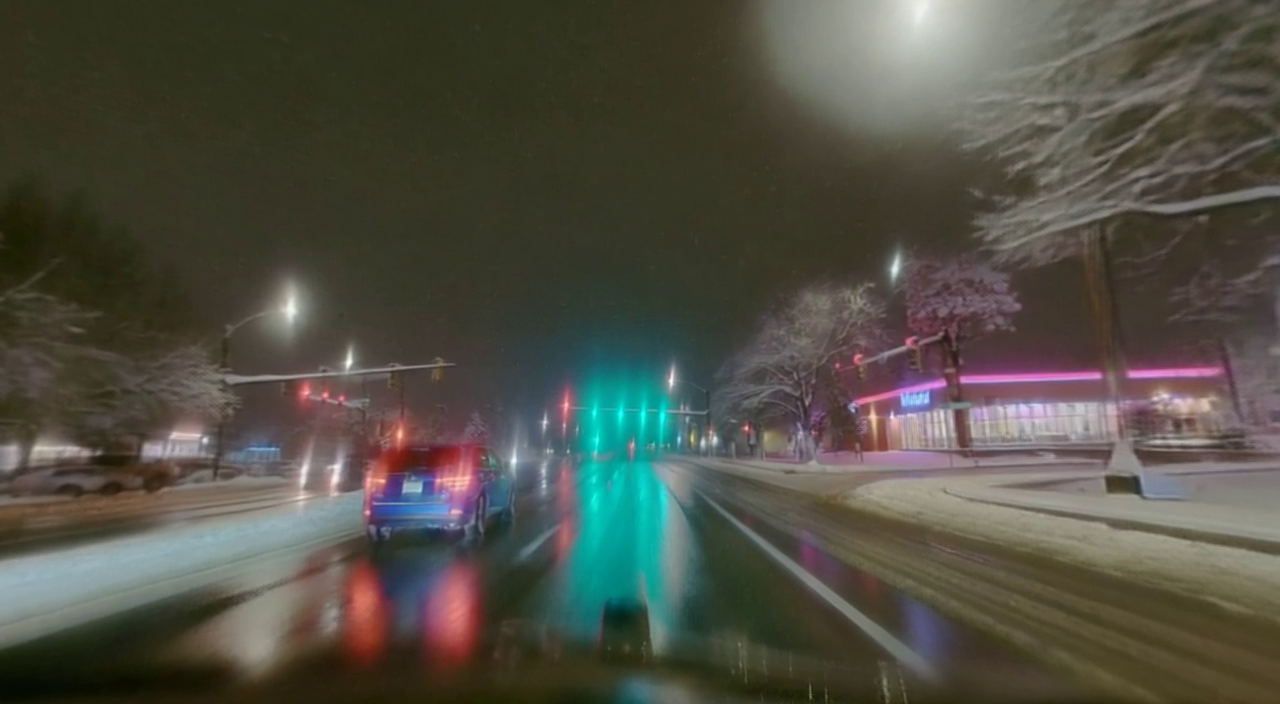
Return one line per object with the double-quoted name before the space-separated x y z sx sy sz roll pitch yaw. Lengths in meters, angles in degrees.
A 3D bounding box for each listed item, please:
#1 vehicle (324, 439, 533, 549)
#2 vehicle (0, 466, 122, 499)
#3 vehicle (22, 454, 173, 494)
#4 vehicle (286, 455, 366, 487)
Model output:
"vehicle" -3.249 2.260 10.886 2.082 1.460 4.636 0 -8 -1
"vehicle" -30.970 6.883 33.352 4.960 1.464 2.137 4 -9 -24
"vehicle" -31.021 6.971 36.376 6.015 2.018 2.513 4 -9 -26
"vehicle" -17.748 6.725 35.910 2.116 1.524 4.800 -4 -8 1
